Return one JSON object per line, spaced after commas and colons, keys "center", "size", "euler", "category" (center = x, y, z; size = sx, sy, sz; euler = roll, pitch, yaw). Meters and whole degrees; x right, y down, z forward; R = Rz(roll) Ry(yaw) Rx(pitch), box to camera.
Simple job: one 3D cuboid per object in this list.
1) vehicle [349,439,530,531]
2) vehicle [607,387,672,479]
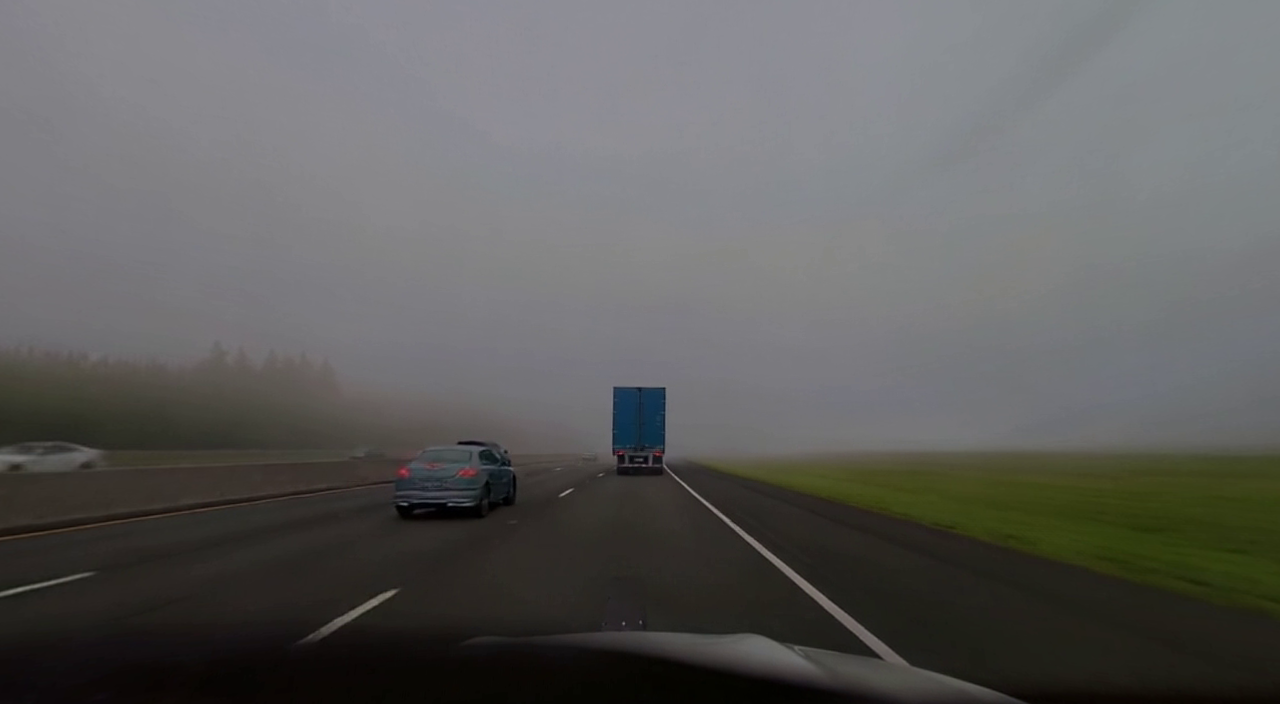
{"center": [-3.638, 2.509, 12.480], "size": [2.092, 1.465, 4.448], "euler": [0, -9, 0], "category": "vehicle"}
{"center": [0.063, 4.721, 35.660], "size": [2.851, 4.098, 14.436], "euler": [-1, -8, 1], "category": "vehicle"}
